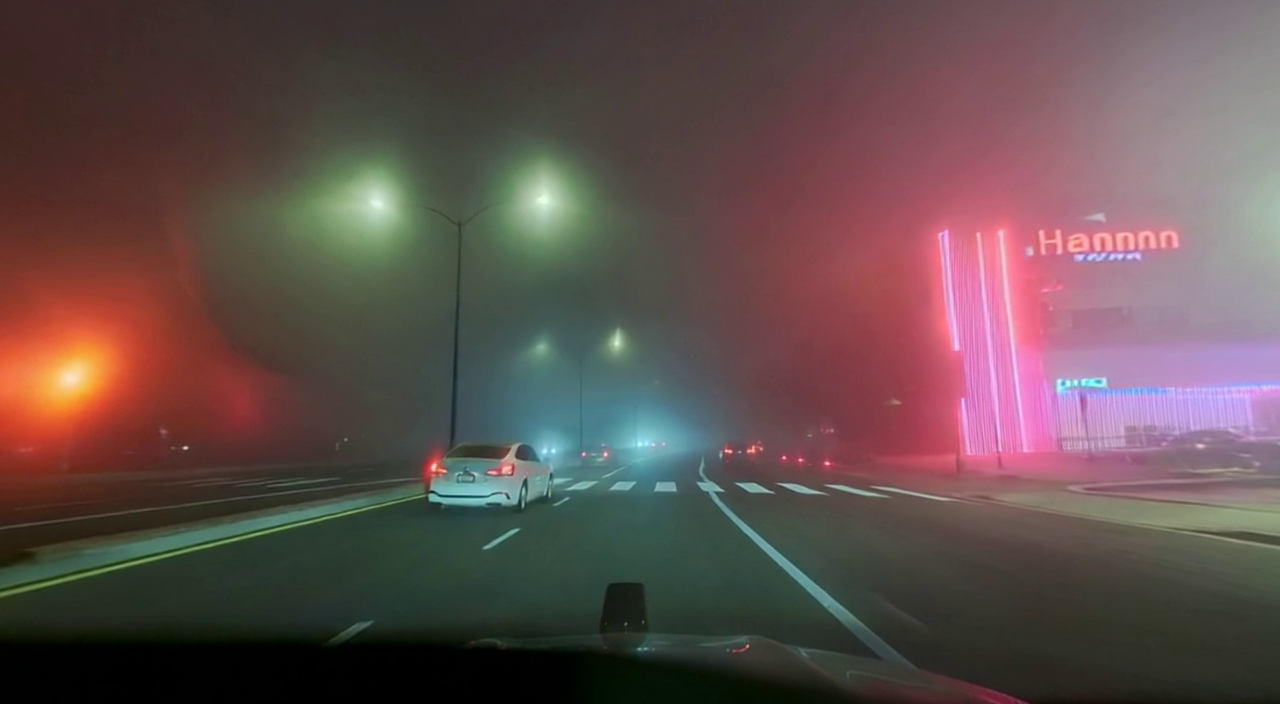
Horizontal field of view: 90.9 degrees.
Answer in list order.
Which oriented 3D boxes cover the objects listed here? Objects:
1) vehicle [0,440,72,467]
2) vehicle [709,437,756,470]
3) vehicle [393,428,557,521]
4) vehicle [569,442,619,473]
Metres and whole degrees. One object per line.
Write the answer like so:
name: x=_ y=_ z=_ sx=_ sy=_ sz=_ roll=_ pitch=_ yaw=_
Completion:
vehicle: x=-40.395 y=6.597 z=41.019 sx=1.993 sy=1.726 sz=4.713 roll=-7 pitch=-11 yaw=40
vehicle: x=5.080 y=5.654 z=35.216 sx=2.103 sy=1.699 sz=4.171 roll=0 pitch=-8 yaw=1
vehicle: x=-3.131 y=2.441 z=13.108 sx=2.118 sy=1.568 sz=4.436 roll=0 pitch=-8 yaw=1
vehicle: x=-2.283 y=5.409 z=32.472 sx=1.980 sy=1.454 sz=4.226 roll=-1 pitch=-8 yaw=4
